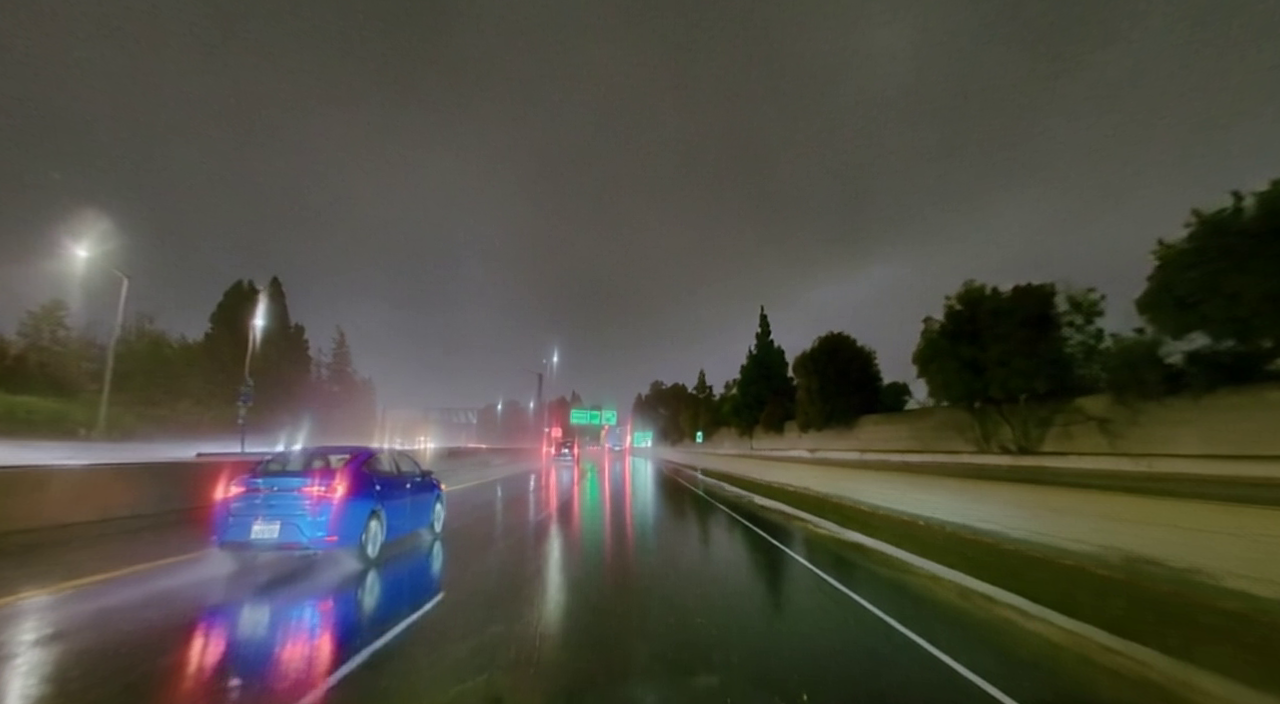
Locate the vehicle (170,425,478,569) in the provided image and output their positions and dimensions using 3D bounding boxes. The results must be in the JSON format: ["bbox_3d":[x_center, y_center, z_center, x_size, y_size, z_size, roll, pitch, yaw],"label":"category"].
[{"bbox_3d":[-3.984,1.903,9.102,2.012,1.510,4.672,0,-9,0],"label":"vehicle"}]

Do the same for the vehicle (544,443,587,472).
[{"bbox_3d":[-3.943,5.646,33.849,1.965,1.459,4.145,1,-9,-2],"label":"vehicle"}]
